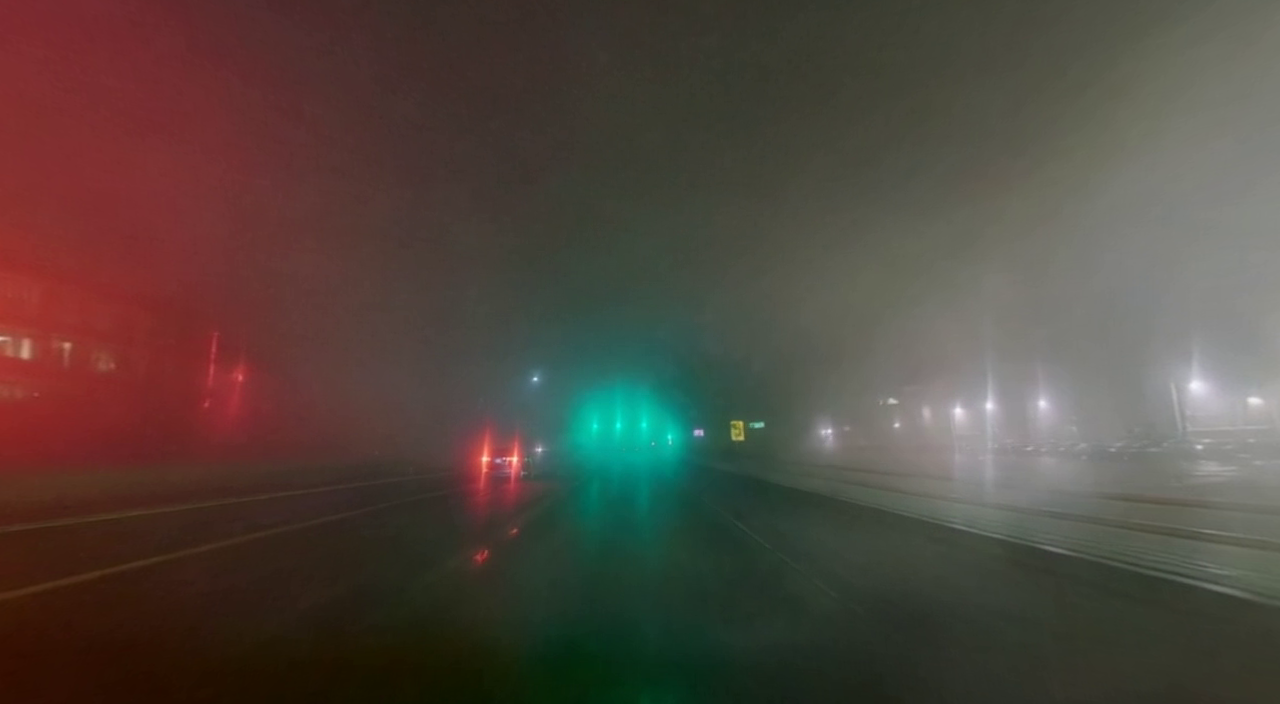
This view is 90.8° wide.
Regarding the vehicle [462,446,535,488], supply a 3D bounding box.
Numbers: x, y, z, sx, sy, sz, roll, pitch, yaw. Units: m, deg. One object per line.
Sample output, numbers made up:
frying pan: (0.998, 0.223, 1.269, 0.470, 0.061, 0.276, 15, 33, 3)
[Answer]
vehicle: (-5.584, 4.572, 25.464, 1.943, 1.510, 4.201, 0, -9, 0)
